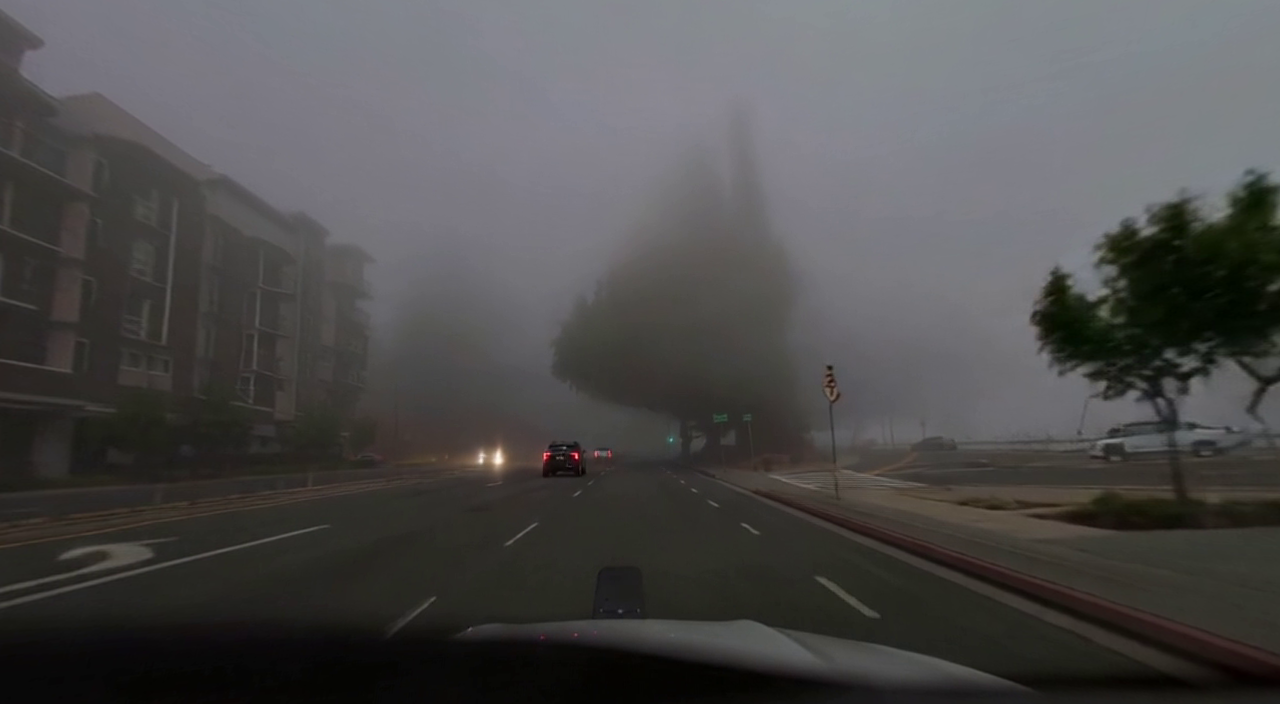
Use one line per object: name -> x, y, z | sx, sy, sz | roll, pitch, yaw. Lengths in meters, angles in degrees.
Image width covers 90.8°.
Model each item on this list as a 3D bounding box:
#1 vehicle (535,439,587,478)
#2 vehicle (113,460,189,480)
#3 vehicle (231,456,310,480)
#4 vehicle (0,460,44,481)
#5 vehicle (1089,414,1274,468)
vehicle -> -3.770, 5.186, 30.875 | 1.959, 1.741, 4.141 | 0, -9, 1
vehicle -> -36.927, 8.893, 47.749 | 4.257, 1.446, 1.817 | 0, -9, 2
vehicle -> -25.846, 8.089, 44.365 | 1.812, 1.507, 4.428 | -5, -10, 26
vehicle -> -48.198, 8.949, 47.799 | 4.252, 1.460, 1.865 | 0, -9, 0
vehicle -> 17.669, 2.960, 21.061 | 1.995, 1.554, 4.943 | -1, -8, 3
